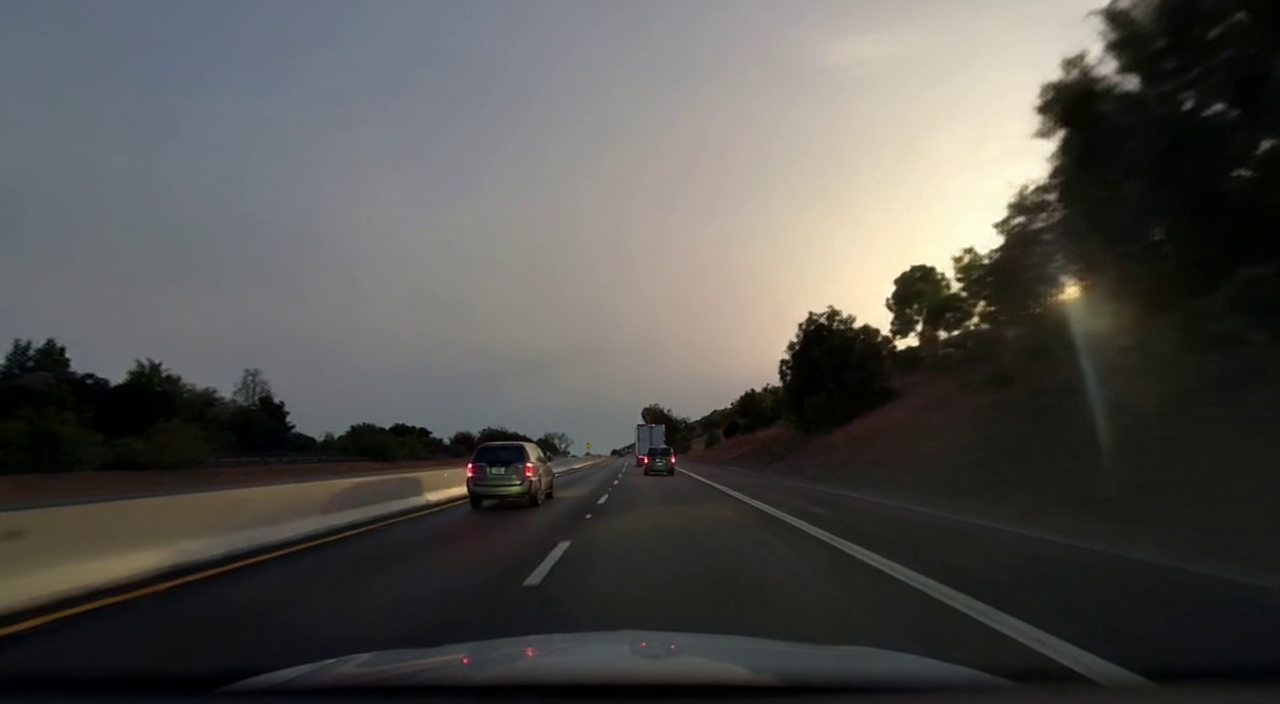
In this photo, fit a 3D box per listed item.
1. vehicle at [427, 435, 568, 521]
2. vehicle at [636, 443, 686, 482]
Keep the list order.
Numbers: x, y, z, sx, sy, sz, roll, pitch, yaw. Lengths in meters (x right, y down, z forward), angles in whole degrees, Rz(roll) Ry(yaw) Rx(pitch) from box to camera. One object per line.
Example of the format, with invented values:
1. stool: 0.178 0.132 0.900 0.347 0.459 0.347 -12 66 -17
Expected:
1. vehicle: -3.065 2.843 14.695 2.181 1.653 4.691 0 -9 0
2. vehicle: 0.943 5.300 30.338 2.230 1.715 4.243 0 -9 0
